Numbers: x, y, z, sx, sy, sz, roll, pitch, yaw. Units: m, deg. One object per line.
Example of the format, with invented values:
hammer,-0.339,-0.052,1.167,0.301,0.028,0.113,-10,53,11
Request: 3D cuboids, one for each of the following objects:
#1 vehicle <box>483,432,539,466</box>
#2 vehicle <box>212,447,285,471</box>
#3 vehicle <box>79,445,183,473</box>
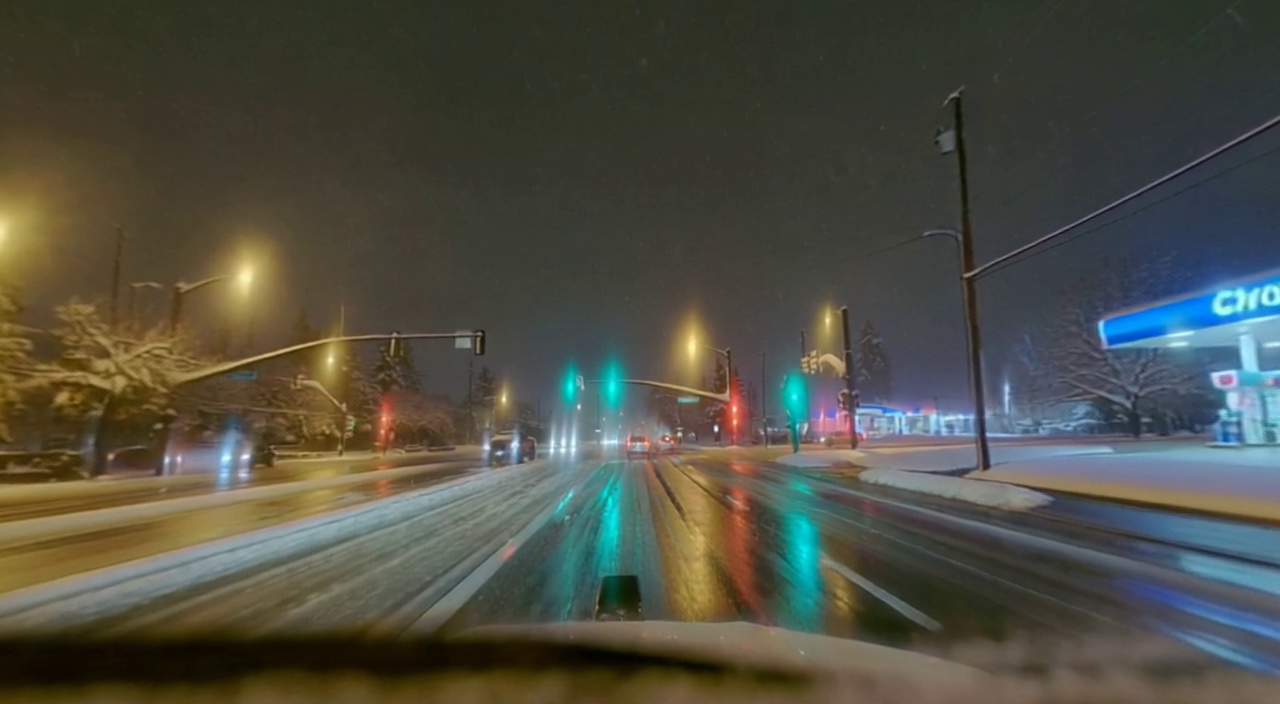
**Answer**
vehicle,-6.889,5.237,34.279,2.074,1.692,4.333,0,-8,1
vehicle,-25.168,6.817,40.570,4.444,1.457,1.927,-5,-10,29
vehicle,-34.268,7.208,42.654,5.040,1.826,2.155,0,-8,-2
